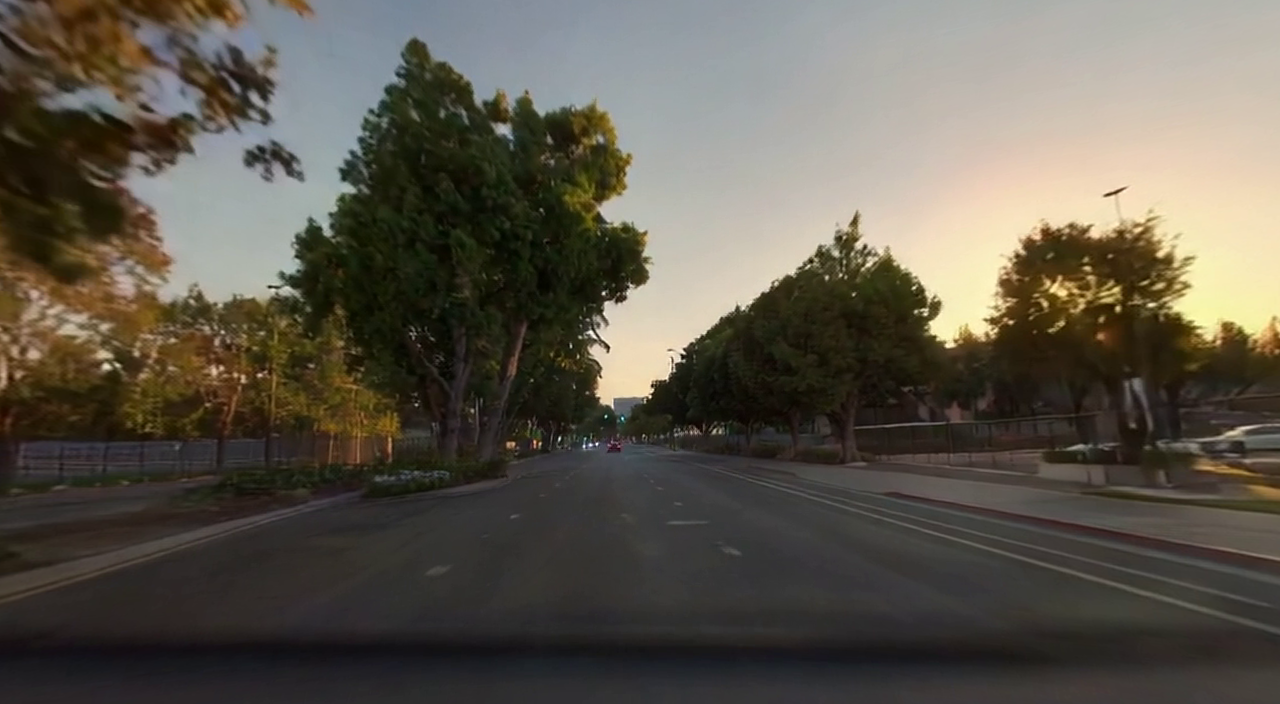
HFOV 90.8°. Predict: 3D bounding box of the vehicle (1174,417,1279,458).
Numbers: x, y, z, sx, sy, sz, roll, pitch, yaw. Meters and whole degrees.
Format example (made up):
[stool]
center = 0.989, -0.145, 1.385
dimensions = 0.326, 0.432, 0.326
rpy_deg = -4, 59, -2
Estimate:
[vehicle]
center = 26.152, 3.812, 27.974
dimensions = 2.055, 1.645, 4.679
rpy_deg = -3, -9, 18
